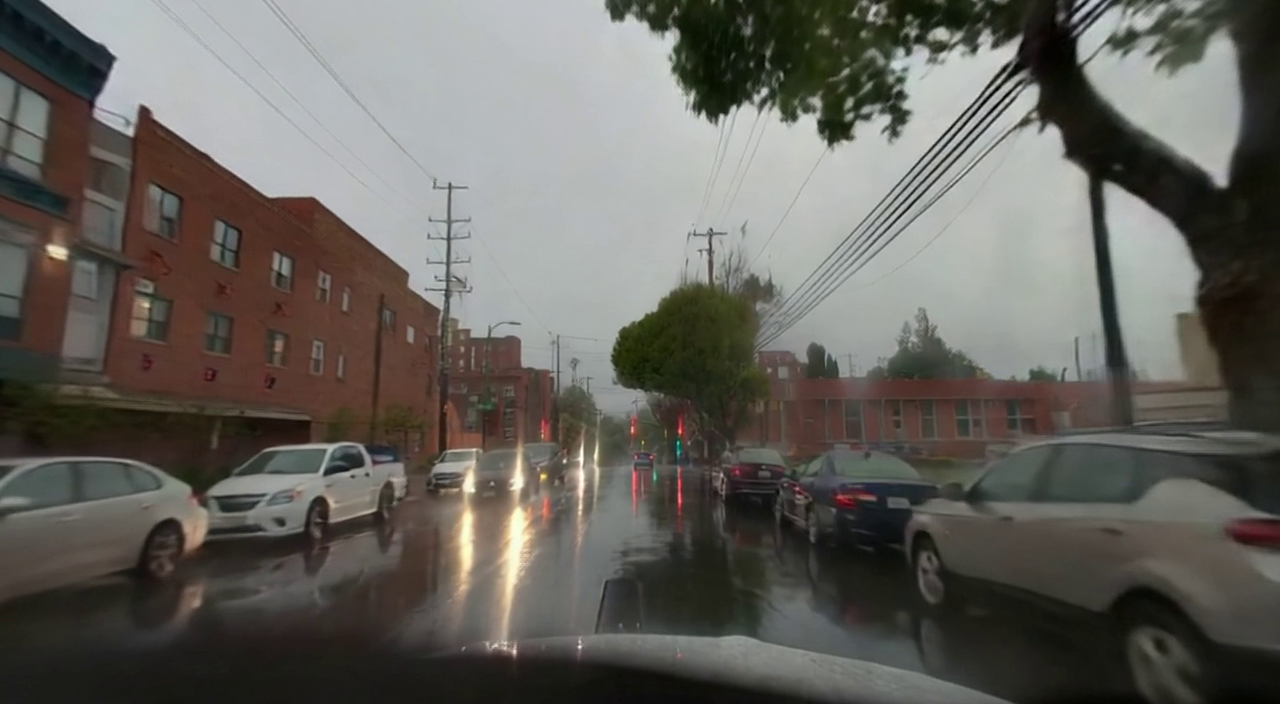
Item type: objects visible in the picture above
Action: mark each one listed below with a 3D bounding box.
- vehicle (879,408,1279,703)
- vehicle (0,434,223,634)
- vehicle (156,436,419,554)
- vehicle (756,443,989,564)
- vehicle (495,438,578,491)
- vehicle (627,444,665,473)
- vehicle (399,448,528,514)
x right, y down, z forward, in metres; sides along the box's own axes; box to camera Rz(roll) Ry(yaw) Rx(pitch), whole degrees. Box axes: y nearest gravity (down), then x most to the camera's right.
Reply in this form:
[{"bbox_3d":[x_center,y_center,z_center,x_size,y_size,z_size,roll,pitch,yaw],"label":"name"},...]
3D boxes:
[{"bbox_3d":[3.357,1.233,4.048,1.895,1.553,4.235,0,-8,-1],"label":"vehicle"},{"bbox_3d":[-6.687,1.745,6.447,1.925,1.759,4.396,0,-8,-2],"label":"vehicle"},{"bbox_3d":[-6.758,2.746,13.227,2.263,1.882,5.706,0,-8,-1],"label":"vehicle"},{"bbox_3d":[3.326,2.227,10.258,1.946,1.474,4.710,0,-8,-1],"label":"vehicle"},{"bbox_3d":[-3.886,4.313,24.634,2.236,1.834,4.743,-1,-8,3],"label":"vehicle"},{"bbox_3d":[0.450,6.626,39.580,2.059,1.736,3.994,-1,-8,5],"label":"vehicle"},{"bbox_3d":[-5.066,3.469,17.642,1.994,1.510,4.802,5,-10,-33],"label":"vehicle"}]
